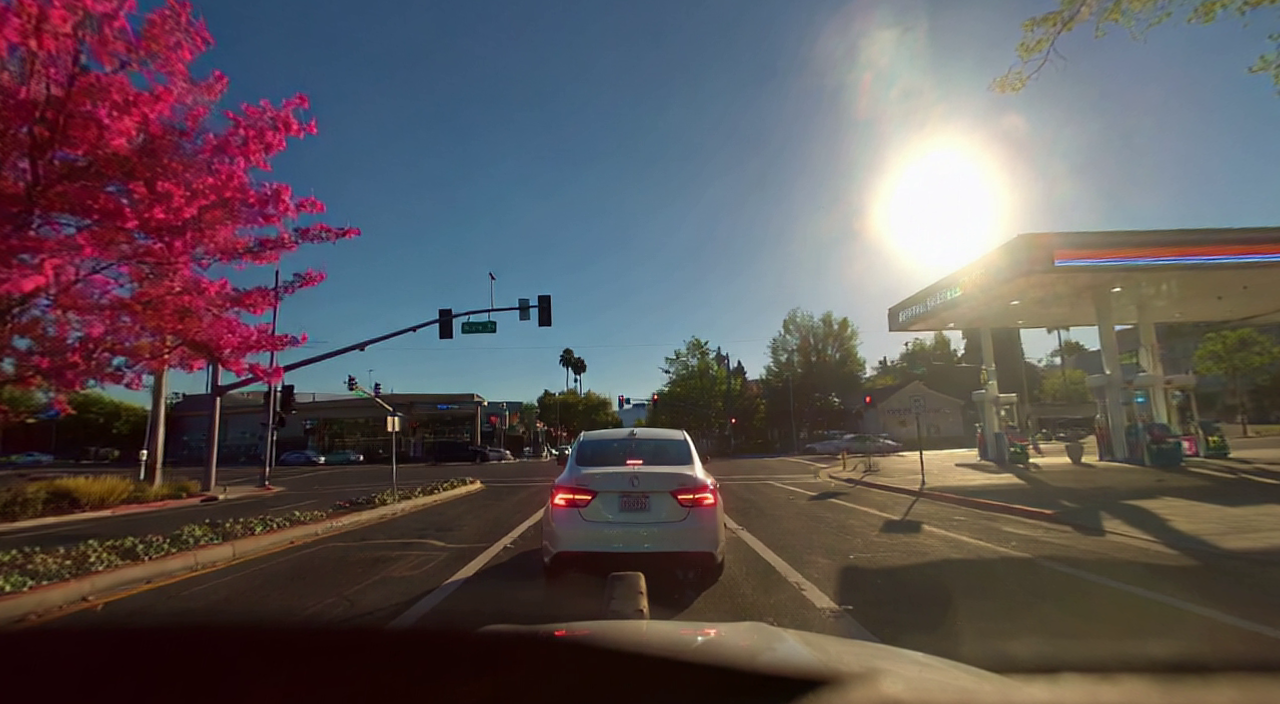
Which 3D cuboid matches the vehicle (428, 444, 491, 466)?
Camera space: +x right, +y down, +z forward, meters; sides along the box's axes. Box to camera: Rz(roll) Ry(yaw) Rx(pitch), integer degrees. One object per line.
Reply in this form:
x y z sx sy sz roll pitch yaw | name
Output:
-13.097 7.461 45.838 3.975 1.563 1.755 -1 -8 5 | vehicle

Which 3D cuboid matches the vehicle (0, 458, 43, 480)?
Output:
-44.862 8.176 44.163 4.380 1.409 1.841 -1 -8 5 | vehicle

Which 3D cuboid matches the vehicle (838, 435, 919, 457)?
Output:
16.483 6.537 43.690 4.813 1.455 1.889 -1 -8 3 | vehicle

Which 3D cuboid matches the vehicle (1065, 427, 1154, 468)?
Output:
18.599 3.755 24.884 4.091 1.495 2.053 8 -12 -44 | vehicle

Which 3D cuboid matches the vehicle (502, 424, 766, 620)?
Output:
-0.043 1.600 6.908 2.010 1.482 4.057 0 -8 0 | vehicle
